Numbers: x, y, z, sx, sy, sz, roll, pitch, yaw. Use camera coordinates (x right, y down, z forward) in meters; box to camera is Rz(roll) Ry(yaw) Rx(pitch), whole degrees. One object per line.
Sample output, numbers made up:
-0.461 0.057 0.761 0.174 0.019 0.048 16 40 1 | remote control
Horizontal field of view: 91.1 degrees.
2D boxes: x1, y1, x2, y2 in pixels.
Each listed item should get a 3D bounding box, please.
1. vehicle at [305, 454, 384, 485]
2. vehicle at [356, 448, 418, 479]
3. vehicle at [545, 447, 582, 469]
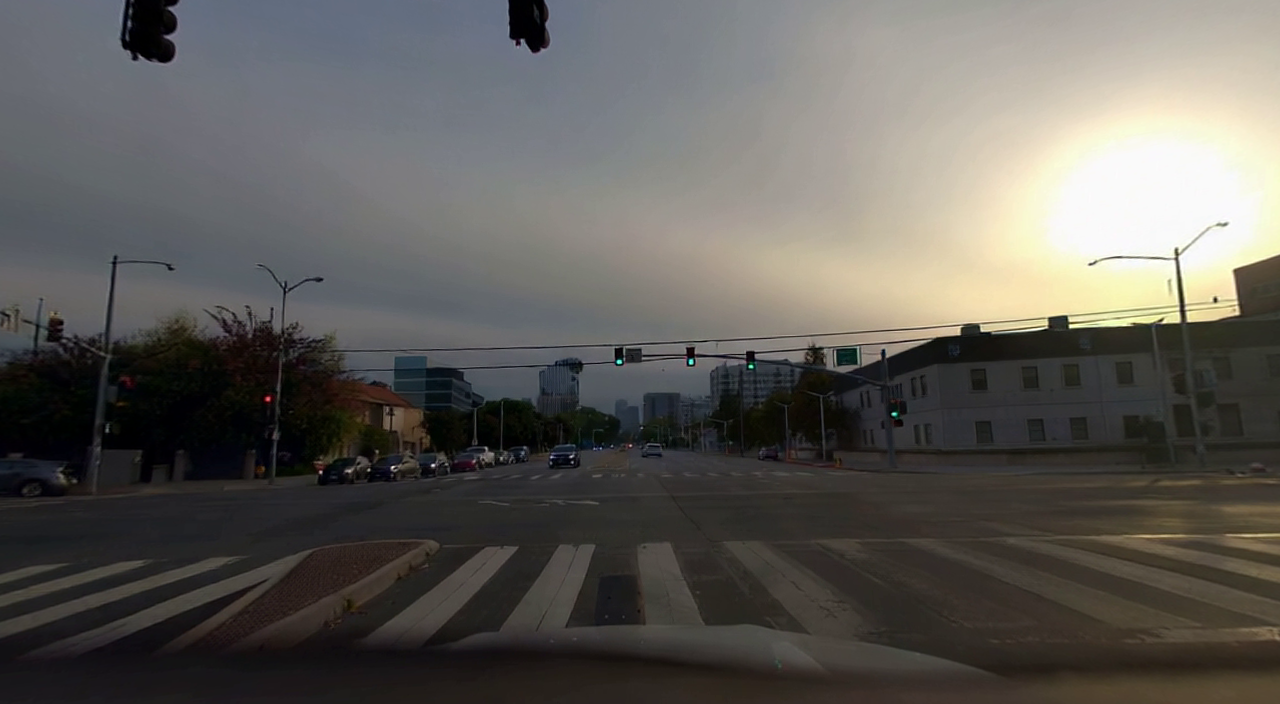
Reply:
-16.094 6.382 34.497 2.055 1.506 4.663 0 -9 -1 | vehicle
-16.183 7.106 40.443 1.960 1.819 5.018 0 -9 -1 | vehicle
-5.693 7.932 47.162 2.154 1.501 4.416 0 -9 0 | vehicle
